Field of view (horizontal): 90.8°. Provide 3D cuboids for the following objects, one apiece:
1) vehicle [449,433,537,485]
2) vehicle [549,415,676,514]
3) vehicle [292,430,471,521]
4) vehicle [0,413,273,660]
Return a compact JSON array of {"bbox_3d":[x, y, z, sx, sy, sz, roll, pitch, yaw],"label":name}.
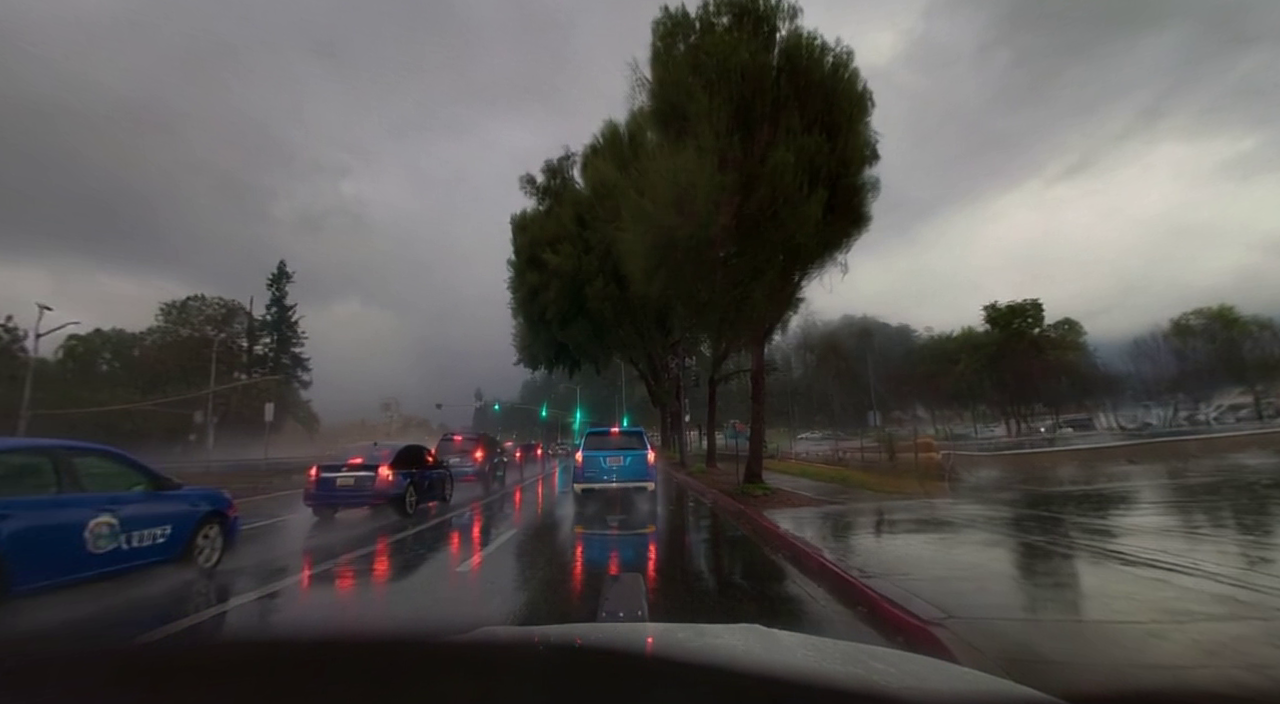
[{"bbox_3d":[-5.413,4.021,24.009,2.188,1.774,4.477,0,-9,1],"label":"vehicle"},{"bbox_3d":[-0.573,2.435,14.085,2.368,1.829,4.293,0,-9,-2],"label":"vehicle"},{"bbox_3d":[-5.407,2.629,14.017,2.010,1.674,4.484,0,-9,1],"label":"vehicle"},{"bbox_3d":[-5.277,1.368,5.150,2.069,1.616,4.108,0,-9,0],"label":"vehicle"}]
